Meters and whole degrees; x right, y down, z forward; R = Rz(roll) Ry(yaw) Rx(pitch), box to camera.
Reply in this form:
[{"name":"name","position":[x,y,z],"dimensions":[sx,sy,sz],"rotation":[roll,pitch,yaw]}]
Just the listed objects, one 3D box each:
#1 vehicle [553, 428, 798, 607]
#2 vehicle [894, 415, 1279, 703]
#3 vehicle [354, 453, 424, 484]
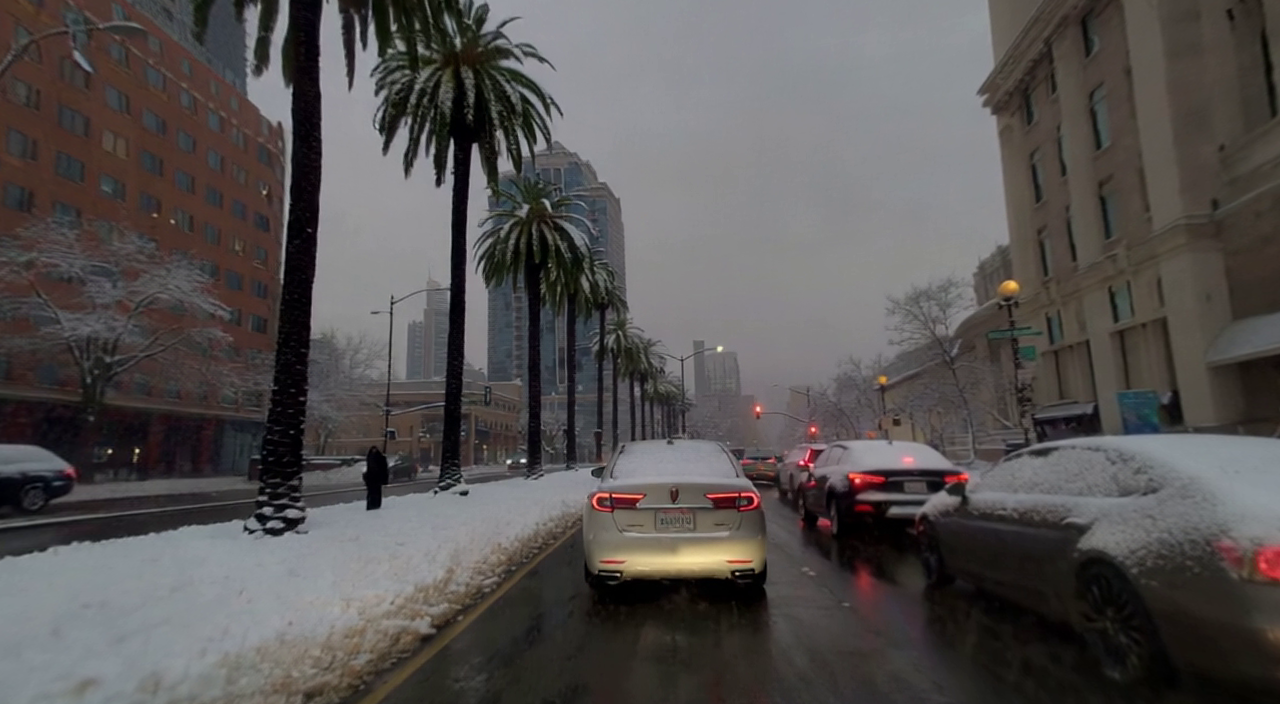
[{"name":"vehicle","position":[0.333,1.695,7.286],"dimensions":[2.078,1.503,3.681],"rotation":[0,-9,1]},{"name":"vehicle","position":[3.638,1.297,4.572],"dimensions":[1.913,1.469,4.425],"rotation":[-1,-9,3]},{"name":"vehicle","position":[-14.154,6.564,35.861],"dimensions":[1.801,1.563,4.015],"rotation":[-2,-9,9]}]
